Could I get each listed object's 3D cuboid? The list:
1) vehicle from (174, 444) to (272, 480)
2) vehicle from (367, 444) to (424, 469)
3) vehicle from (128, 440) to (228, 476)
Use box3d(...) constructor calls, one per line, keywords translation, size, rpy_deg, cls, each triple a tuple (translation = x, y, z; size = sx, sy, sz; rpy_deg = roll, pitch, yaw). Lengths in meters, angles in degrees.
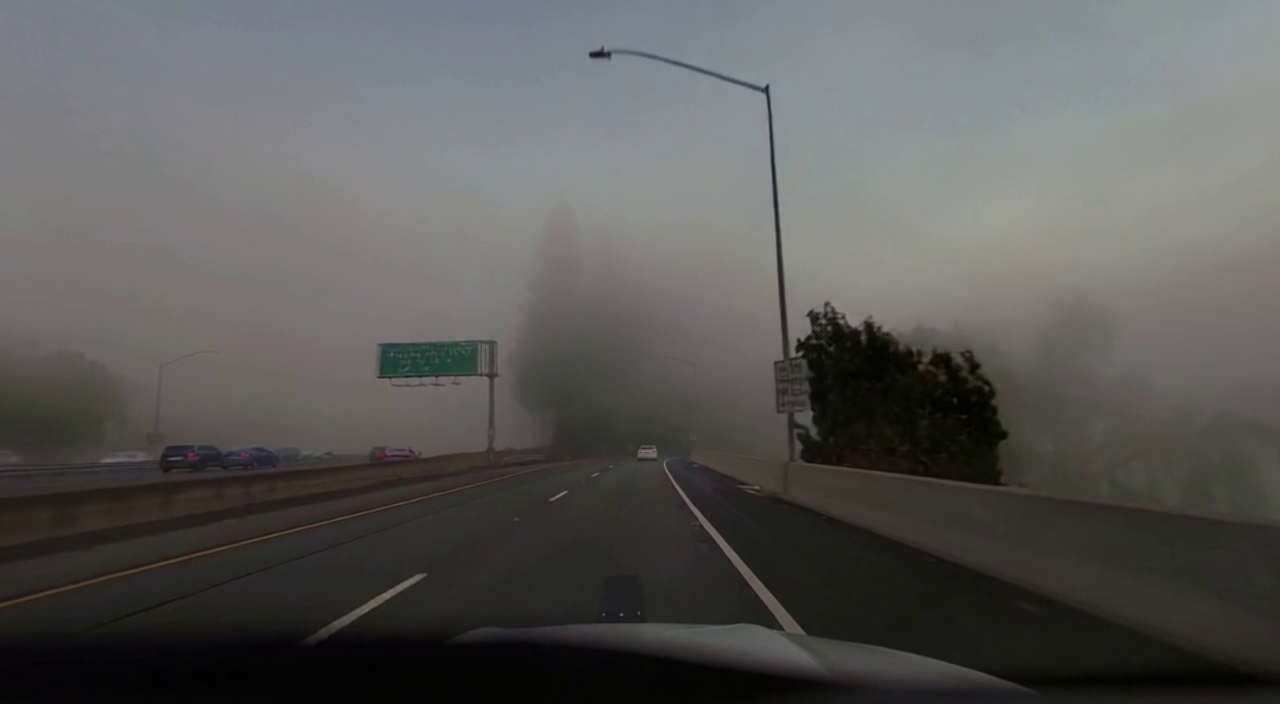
box3d(translation=(-19.486, 5.141, 29.808), size=(1.829, 1.520, 4.505), rpy_deg=(1, -9, -5), cls="vehicle")
box3d(translation=(-16.072, 6.900, 41.748), size=(2.271, 1.537, 4.029), rpy_deg=(0, -9, -3), cls="vehicle")
box3d(translation=(-23.618, 5.420, 32.562), size=(2.049, 1.718, 4.445), rpy_deg=(1, -9, -5), cls="vehicle")
